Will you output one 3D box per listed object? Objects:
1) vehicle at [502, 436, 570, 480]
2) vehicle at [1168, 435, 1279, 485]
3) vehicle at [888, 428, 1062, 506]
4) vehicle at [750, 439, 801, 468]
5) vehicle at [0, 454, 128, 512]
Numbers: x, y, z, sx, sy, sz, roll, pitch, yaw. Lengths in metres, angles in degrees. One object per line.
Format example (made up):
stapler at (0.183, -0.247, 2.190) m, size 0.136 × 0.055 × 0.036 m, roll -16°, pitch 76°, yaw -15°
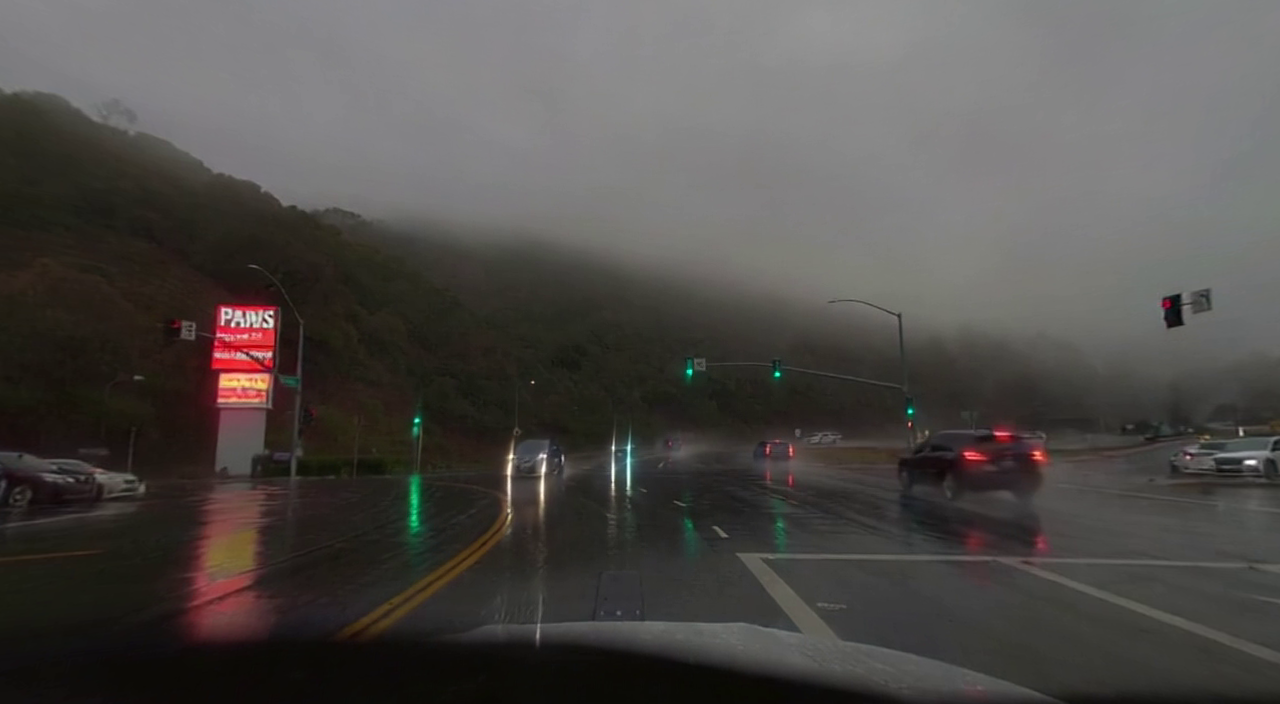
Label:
vehicle at (-4.711, 4.890, 29.272) m, size 2.238 × 1.883 × 4.503 m, roll 0°, pitch -9°, yaw 2°
vehicle at (25.029, 4.457, 26.064) m, size 4.546 × 1.944 × 2.051 m, roll 1°, pitch -9°, yaw -5°
vehicle at (9.273, 3.222, 18.096) m, size 2.114 × 1.898 × 4.996 m, roll 0°, pitch -9°, yaw -2°
vehicle at (9.147, 6.898, 42.866) m, size 2.273 × 1.839 × 4.218 m, roll 1°, pitch -9°, yaw -4°
vehicle at (-19.790, 4.210, 20.476) m, size 4.440 × 1.748 × 2.033 m, roll 0°, pitch -8°, yaw 1°
